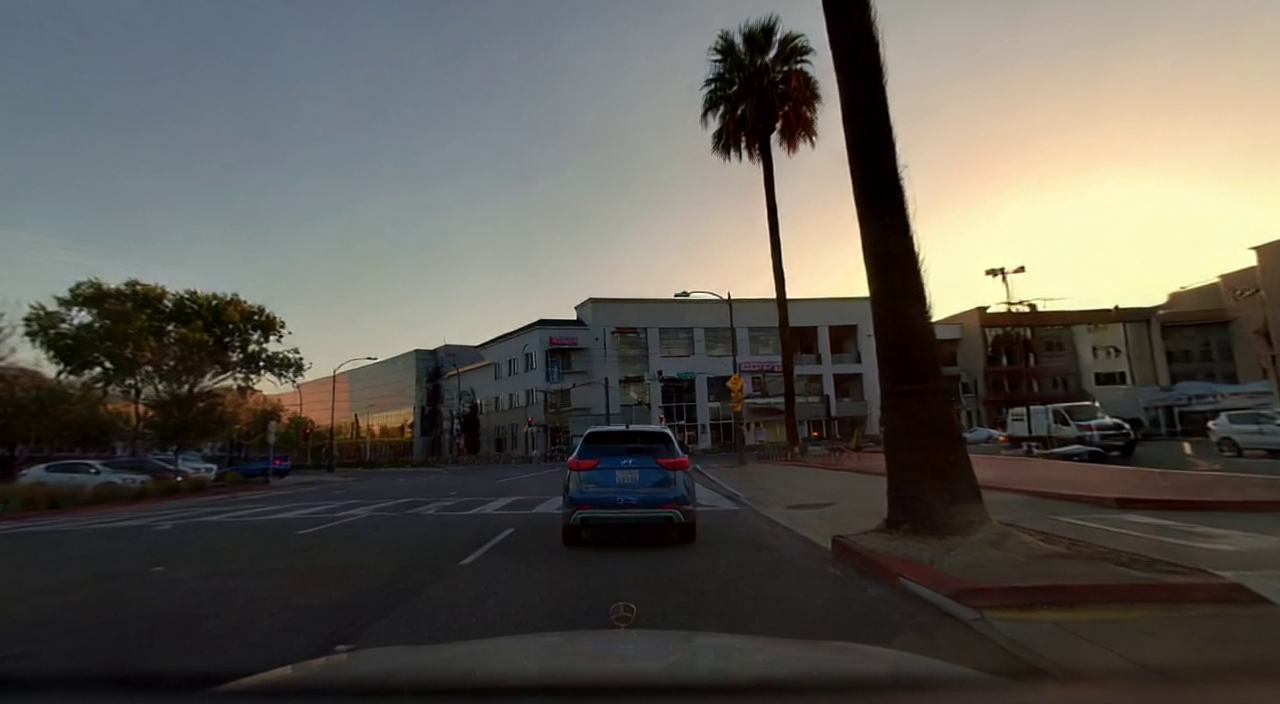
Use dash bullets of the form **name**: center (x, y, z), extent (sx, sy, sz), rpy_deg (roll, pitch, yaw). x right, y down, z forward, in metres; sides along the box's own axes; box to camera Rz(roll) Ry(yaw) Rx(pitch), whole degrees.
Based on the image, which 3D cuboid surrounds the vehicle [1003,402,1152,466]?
- **vehicle**: center (16.088, 3.057, 23.122), extent (6.060, 2.047, 2.490), rpy_deg (6, -11, -36)

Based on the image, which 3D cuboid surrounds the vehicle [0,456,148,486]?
- **vehicle**: center (-28.325, 5.949, 31.866), extent (5.154, 1.343, 1.943), rpy_deg (4, -10, -25)

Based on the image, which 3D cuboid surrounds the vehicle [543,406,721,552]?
- **vehicle**: center (-0.140, 1.892, 9.963), extent (2.234, 1.818, 3.869), rpy_deg (0, -9, -1)
